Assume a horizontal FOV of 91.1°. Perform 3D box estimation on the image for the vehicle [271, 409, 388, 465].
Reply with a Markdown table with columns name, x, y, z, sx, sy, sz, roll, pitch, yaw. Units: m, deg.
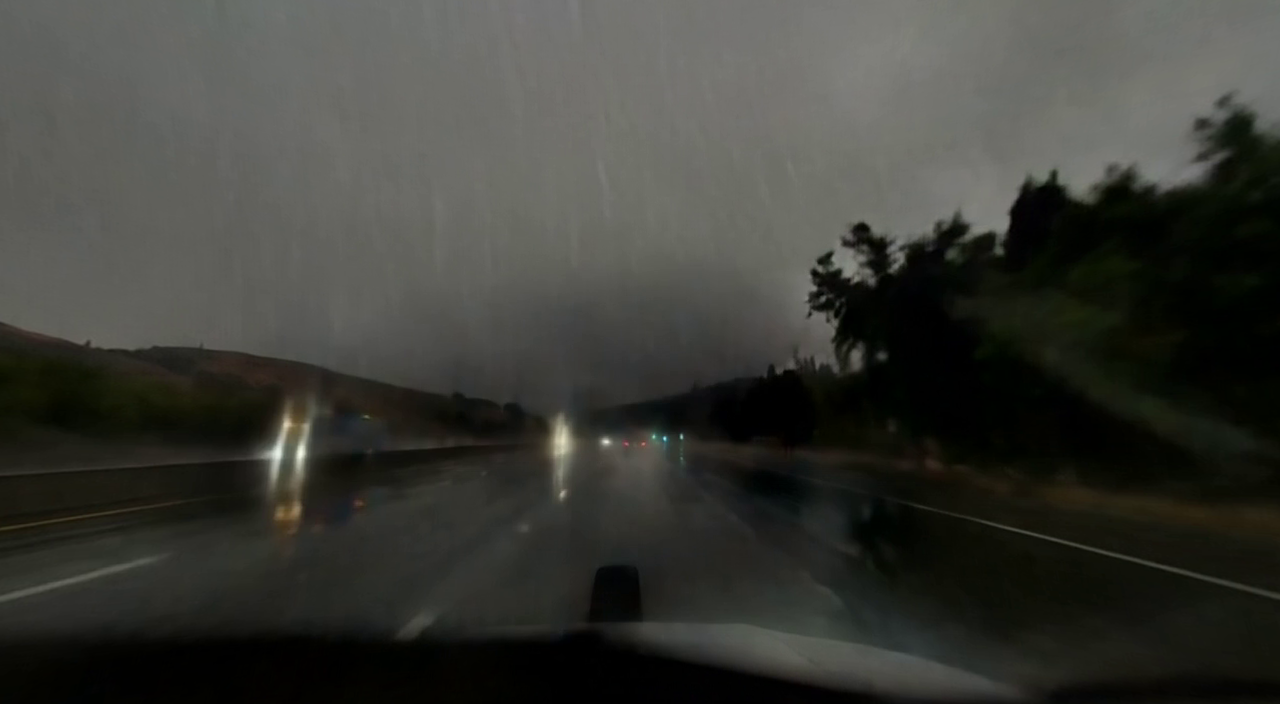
| name | x | y | z | sx | sy | sz | roll | pitch | yaw |
| --- | --- | --- | --- | --- | --- | --- | --- | --- | --- |
| vehicle | -23.396 | 6.563 | 48.509 | 3.093 | 3.762 | 12.209 | 0 | -8 | -2 |
